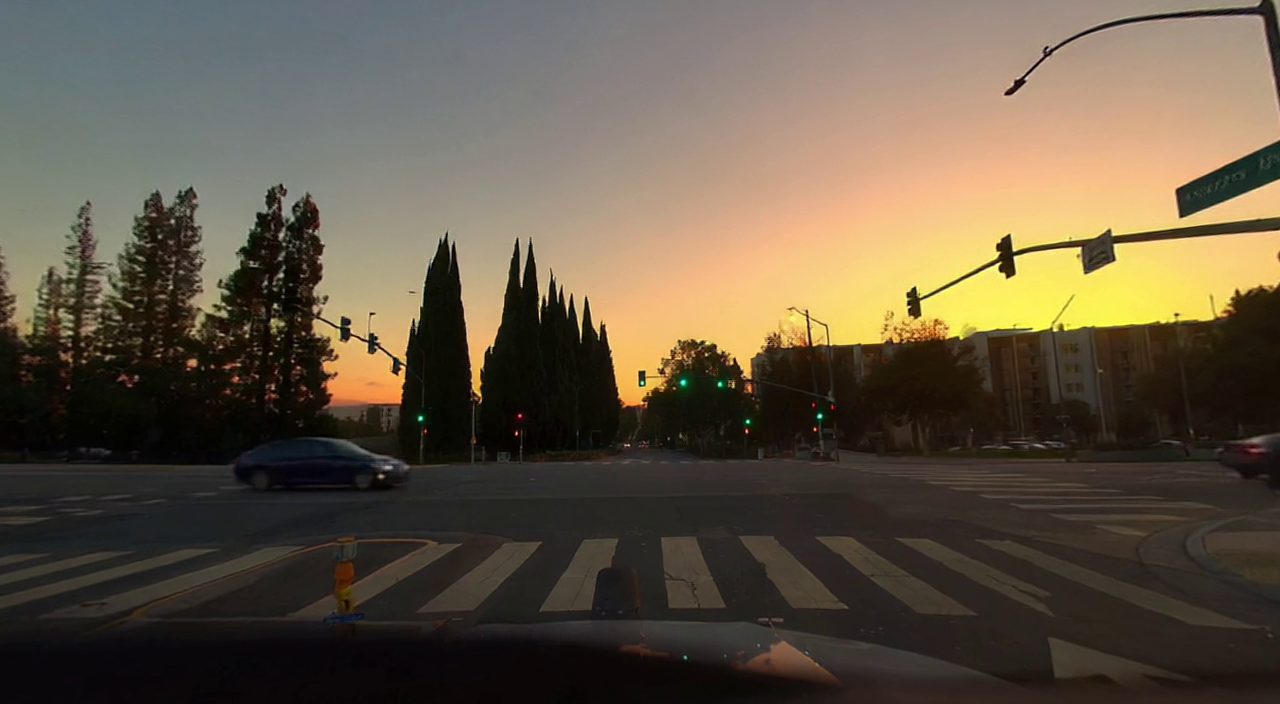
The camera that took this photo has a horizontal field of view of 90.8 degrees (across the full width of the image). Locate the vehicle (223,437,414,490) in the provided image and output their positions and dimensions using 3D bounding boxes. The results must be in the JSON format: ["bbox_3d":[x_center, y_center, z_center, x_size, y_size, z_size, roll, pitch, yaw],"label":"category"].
[{"bbox_3d":[-9.502,3.328,18.987,4.698,1.466,1.883,0,-9,1],"label":"vehicle"}]
